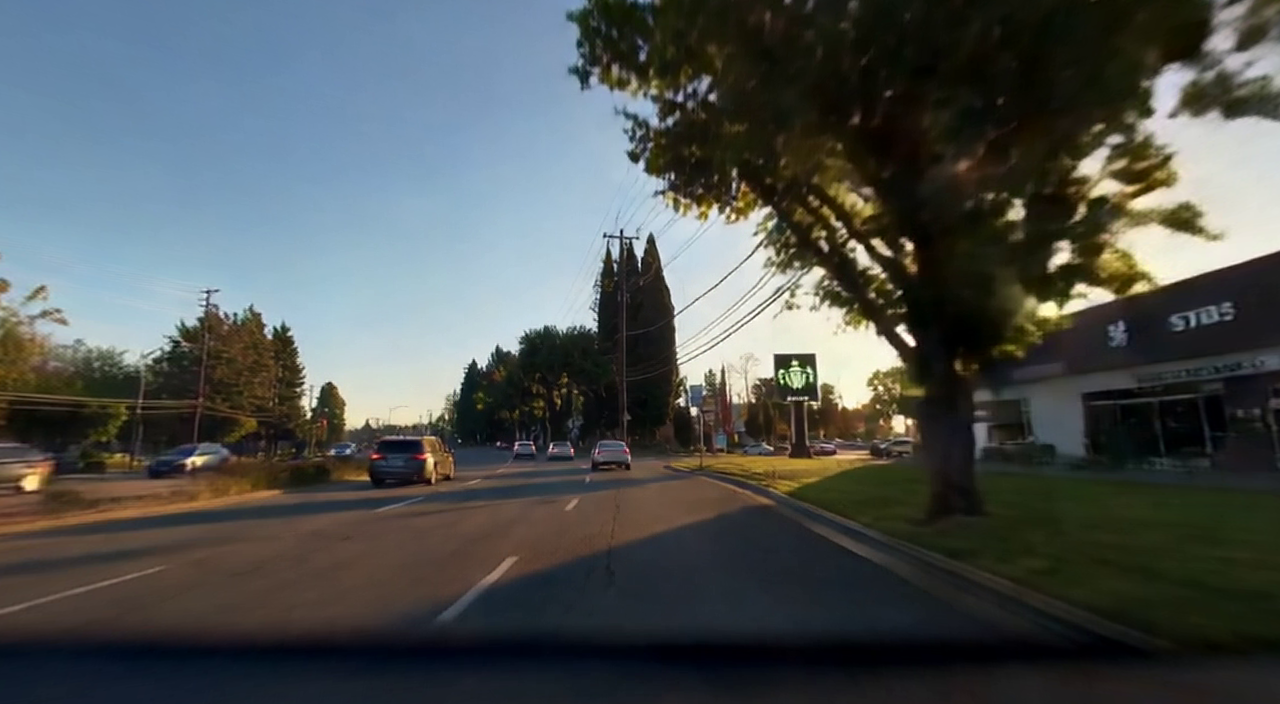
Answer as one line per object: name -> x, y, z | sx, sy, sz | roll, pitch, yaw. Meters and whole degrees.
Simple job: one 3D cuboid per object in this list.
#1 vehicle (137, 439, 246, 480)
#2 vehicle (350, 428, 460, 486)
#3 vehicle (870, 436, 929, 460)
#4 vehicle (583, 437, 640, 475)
vehicle -> -23.728, 5.669, 33.708 | 2.236, 1.962, 5.539 | 1, -8, -7
vehicle -> -7.762, 3.510, 21.385 | 2.195, 1.752, 4.515 | 0, -8, -3
vehicle -> 16.963, 6.287, 41.512 | 1.795, 1.485, 4.601 | 0, -8, -2
vehicle -> -1.331, 4.471, 27.325 | 2.130, 1.476, 4.453 | 1, -8, -7
